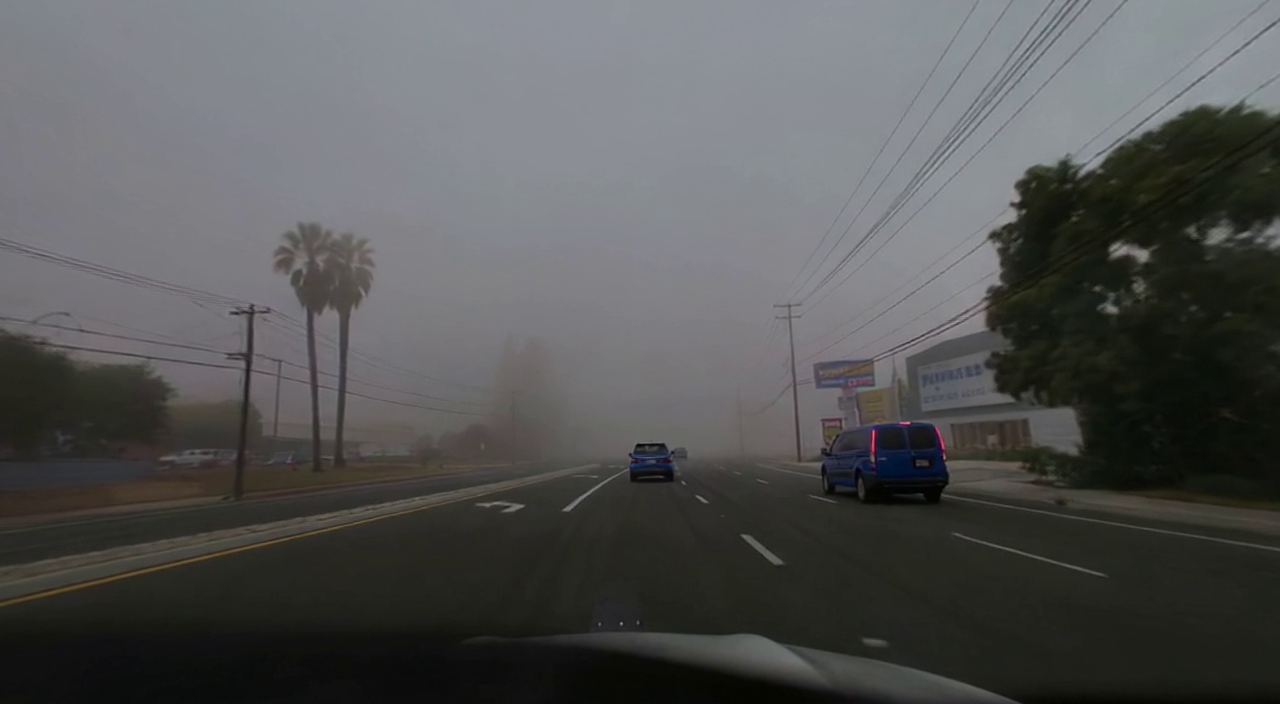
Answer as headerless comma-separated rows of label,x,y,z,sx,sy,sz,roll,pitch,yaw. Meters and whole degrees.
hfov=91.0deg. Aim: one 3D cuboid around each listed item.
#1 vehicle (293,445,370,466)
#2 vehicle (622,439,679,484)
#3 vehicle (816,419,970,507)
vehicle,-23.597,7.914,48.255,4.942,1.557,2.032,-1,-9,8
vehicle,0.453,4.411,25.588,2.138,1.672,4.168,0,-9,2
vehicle,6.257,2.813,16.278,2.107,1.928,4.471,0,-9,0
